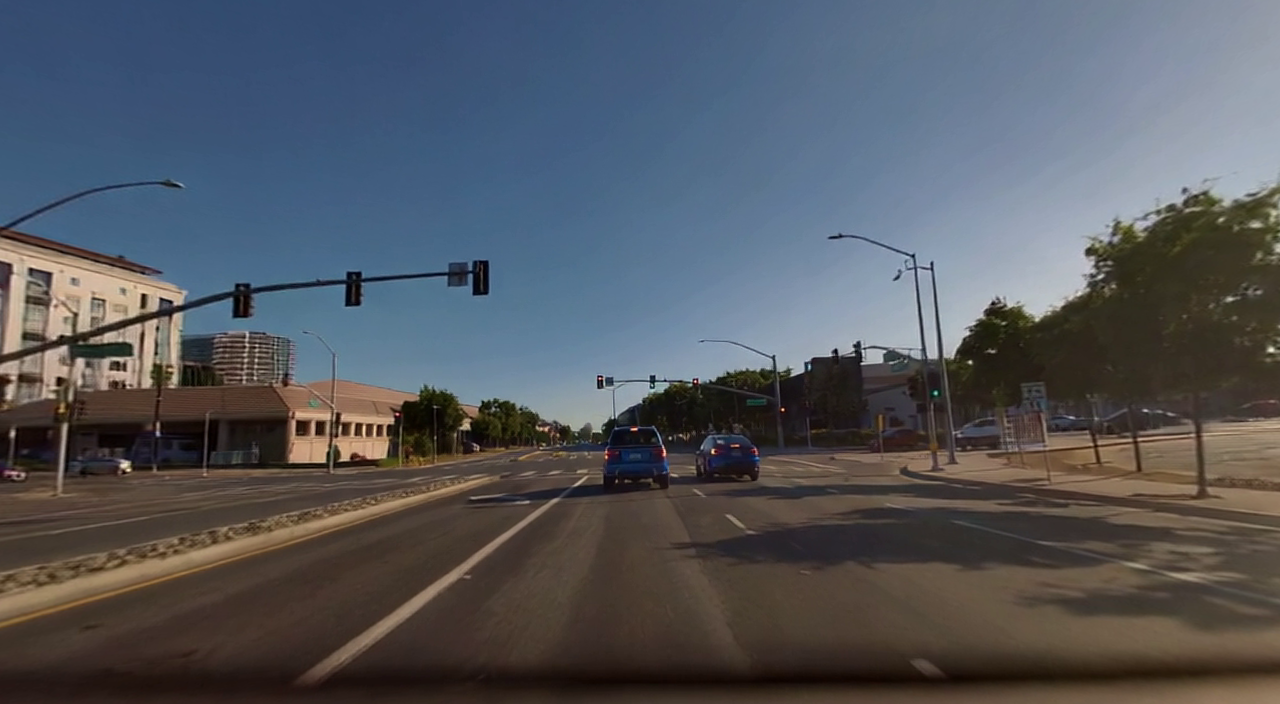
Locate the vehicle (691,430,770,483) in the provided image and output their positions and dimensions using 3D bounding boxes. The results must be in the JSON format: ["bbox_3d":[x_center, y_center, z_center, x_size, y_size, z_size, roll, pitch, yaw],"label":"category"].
[{"bbox_3d":[3.184,3.794,23.257,2.107,1.736,4.228,0,-8,-2],"label":"vehicle"}]

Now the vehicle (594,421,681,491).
[{"bbox_3d":[-0.149,3.251,20.074,2.413,1.939,4.716,0,-8,-2],"label":"vehicle"}]
